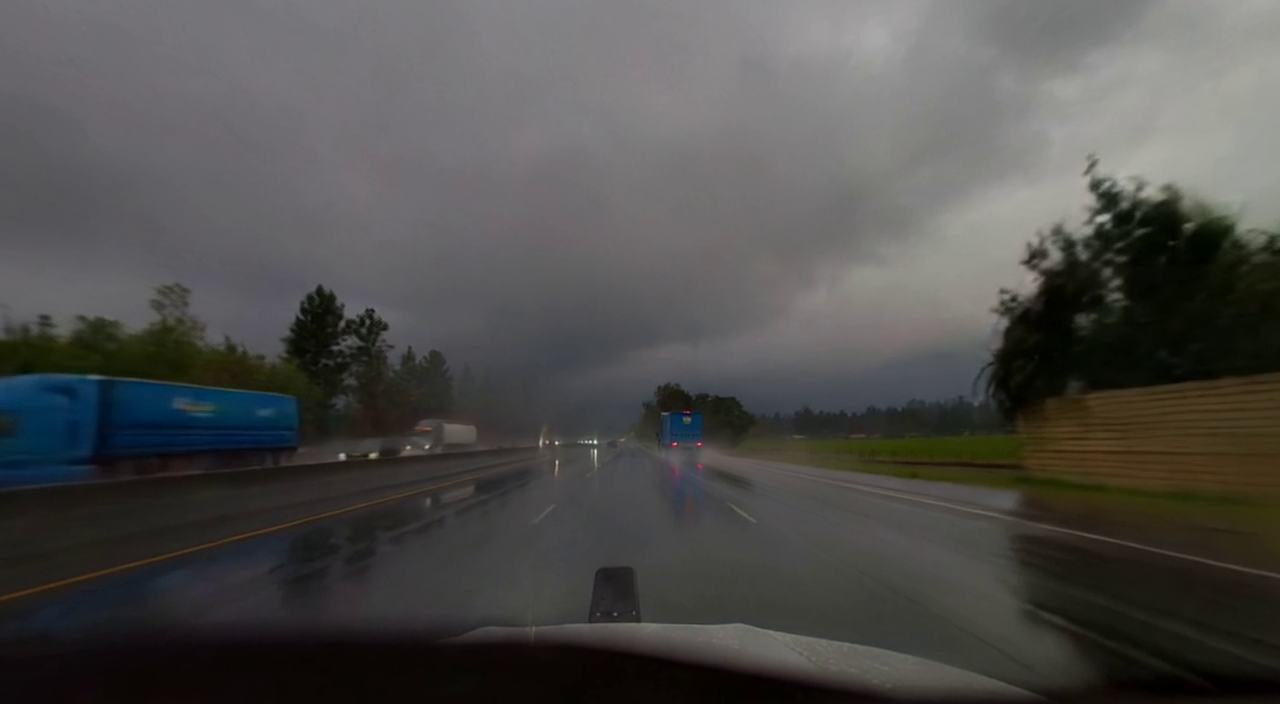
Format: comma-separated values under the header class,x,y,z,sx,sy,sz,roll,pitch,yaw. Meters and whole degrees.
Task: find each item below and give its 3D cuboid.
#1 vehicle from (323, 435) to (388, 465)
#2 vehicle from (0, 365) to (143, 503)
class,x,y,z,sx,sy,sz,roll,pitch,yaw
vehicle,-16.485,5.691,36.722,1.892,1.575,4.179,-1,-8,-1
vehicle,-20.106,2.717,20.470,2.983,3.974,5.851,0,-8,-1
